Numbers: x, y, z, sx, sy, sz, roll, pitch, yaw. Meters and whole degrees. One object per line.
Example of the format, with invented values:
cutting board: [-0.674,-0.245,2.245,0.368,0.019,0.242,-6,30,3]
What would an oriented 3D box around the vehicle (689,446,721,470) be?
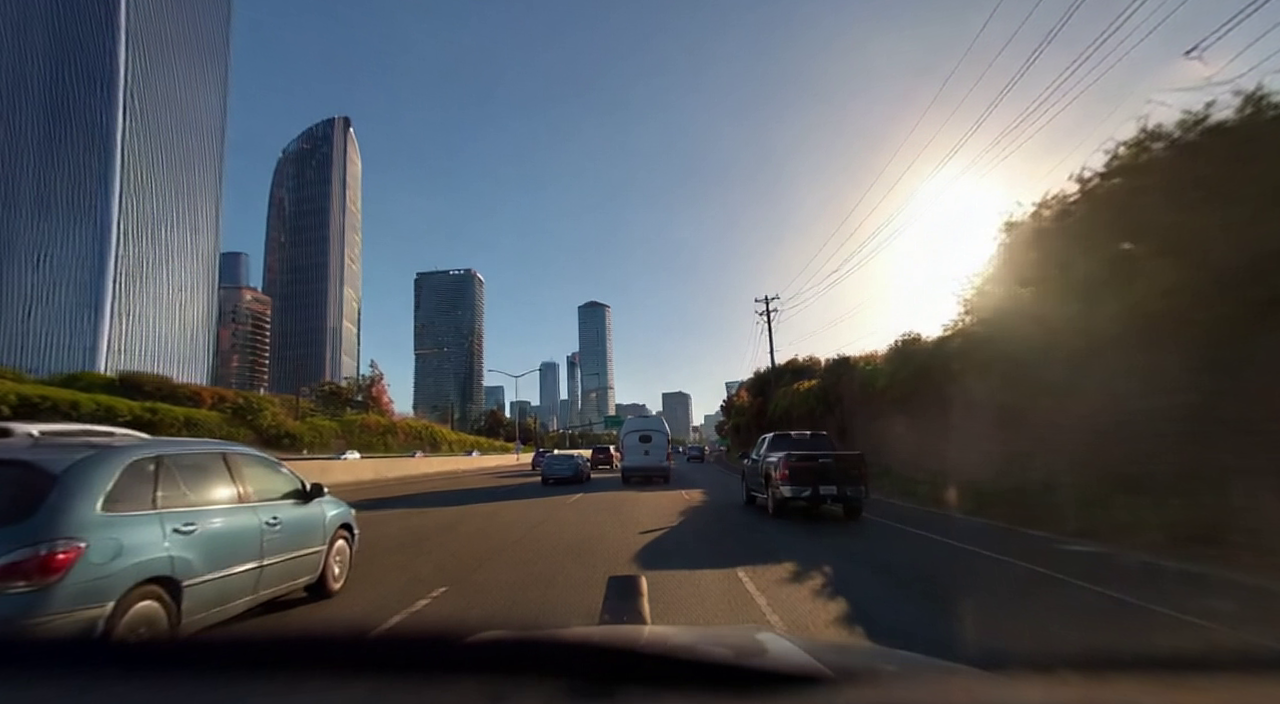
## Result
vehicle: [4.721,7.787,46.262,2.092,1.696,4.218,0,-9,2]

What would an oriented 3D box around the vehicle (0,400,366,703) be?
vehicle: [-3.608,1.242,4.025,1.934,1.643,3.718,0,-9,1]

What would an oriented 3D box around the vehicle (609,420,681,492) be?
vehicle: [0.322,3.969,24.244,2.457,2.440,5.486,0,-9,3]

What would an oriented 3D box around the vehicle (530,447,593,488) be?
vehicle: [-3.268,4.885,26.958,1.984,1.567,4.311,0,-9,2]

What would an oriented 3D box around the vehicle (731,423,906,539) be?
vehicle: [3.313,2.497,12.809,2.283,1.923,4.427,0,-8,0]
